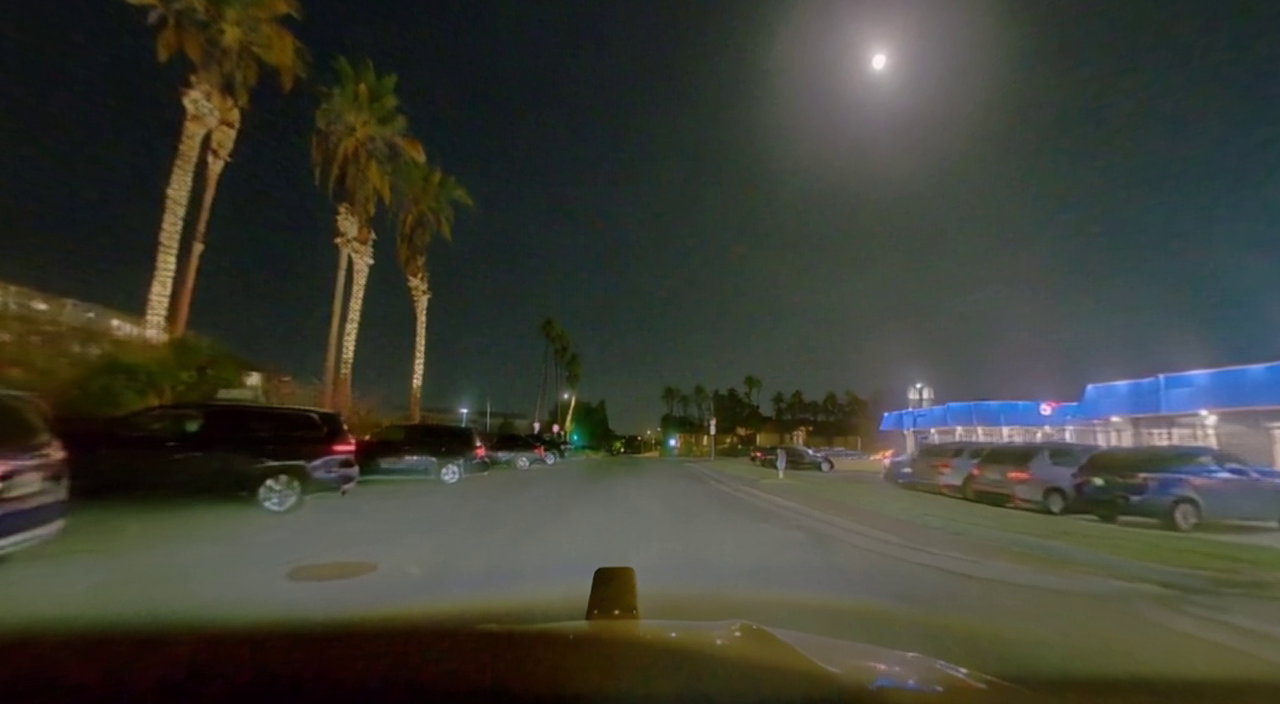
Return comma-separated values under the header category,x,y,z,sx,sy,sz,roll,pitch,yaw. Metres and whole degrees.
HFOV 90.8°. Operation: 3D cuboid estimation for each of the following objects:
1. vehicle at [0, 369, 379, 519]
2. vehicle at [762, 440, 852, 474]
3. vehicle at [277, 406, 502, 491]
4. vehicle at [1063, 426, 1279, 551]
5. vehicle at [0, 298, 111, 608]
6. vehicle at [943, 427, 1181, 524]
category,x,y,z,sx,sy,sz,roll,pitch,yaw
vehicle,-6.539,1.431,9.680,4.302,1.804,2.060,6,-11,-32
vehicle,9.565,6.046,36.187,4.758,1.759,2.068,6,-11,-27
vehicle,-6.088,2.388,15.661,4.763,1.801,2.013,6,-11,-34
vehicle,9.850,2.261,11.074,4.509,1.759,2.077,5,-10,-29
vehicle,-6.507,0.554,3.317,5.210,1.834,2.281,5,-10,-28
vehicle,9.469,2.674,14.162,4.916,1.814,2.232,5,-10,-28
